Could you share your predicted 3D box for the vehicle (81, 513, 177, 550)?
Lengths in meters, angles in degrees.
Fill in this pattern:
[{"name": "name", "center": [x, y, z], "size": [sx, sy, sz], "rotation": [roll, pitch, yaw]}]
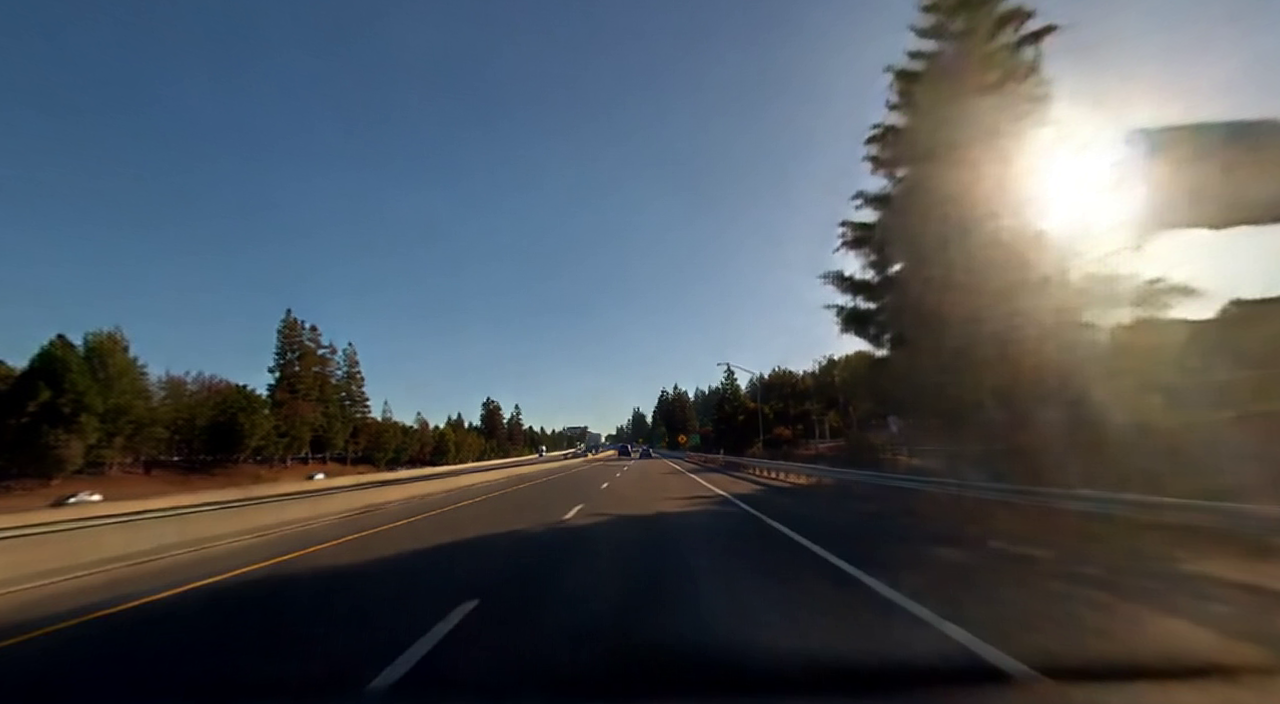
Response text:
[{"name": "vehicle", "center": [-30.498, 10.727, 37.796], "size": [1.775, 1.530, 4.579], "rotation": [-2, -9, 3]}]
